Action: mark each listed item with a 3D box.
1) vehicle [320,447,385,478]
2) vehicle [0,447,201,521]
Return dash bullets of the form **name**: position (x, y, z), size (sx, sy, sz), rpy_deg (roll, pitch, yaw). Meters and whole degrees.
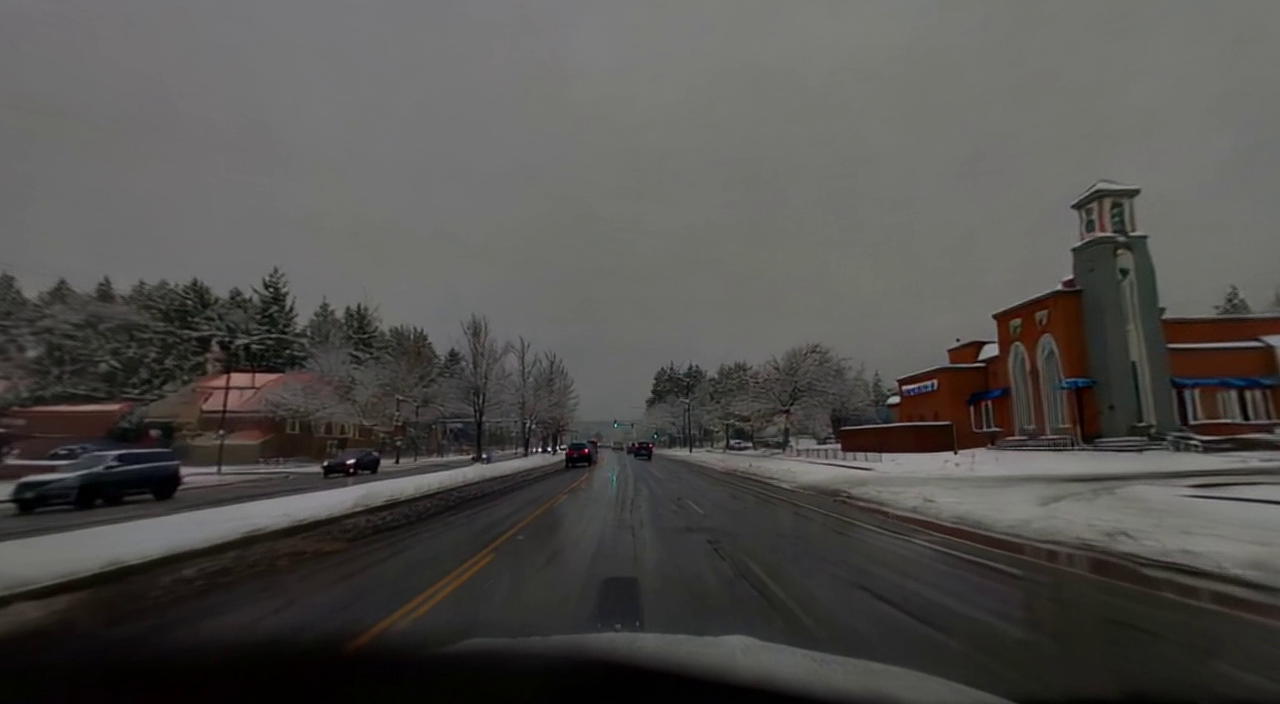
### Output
- **vehicle**: position (-18.788, 7.214, 41.565), size (2.129, 1.797, 4.866), rpy_deg (-3, -8, -1)
- **vehicle**: position (-14.896, 3.518, 17.507), size (2.011, 1.655, 5.029), rpy_deg (-2, -8, -2)
